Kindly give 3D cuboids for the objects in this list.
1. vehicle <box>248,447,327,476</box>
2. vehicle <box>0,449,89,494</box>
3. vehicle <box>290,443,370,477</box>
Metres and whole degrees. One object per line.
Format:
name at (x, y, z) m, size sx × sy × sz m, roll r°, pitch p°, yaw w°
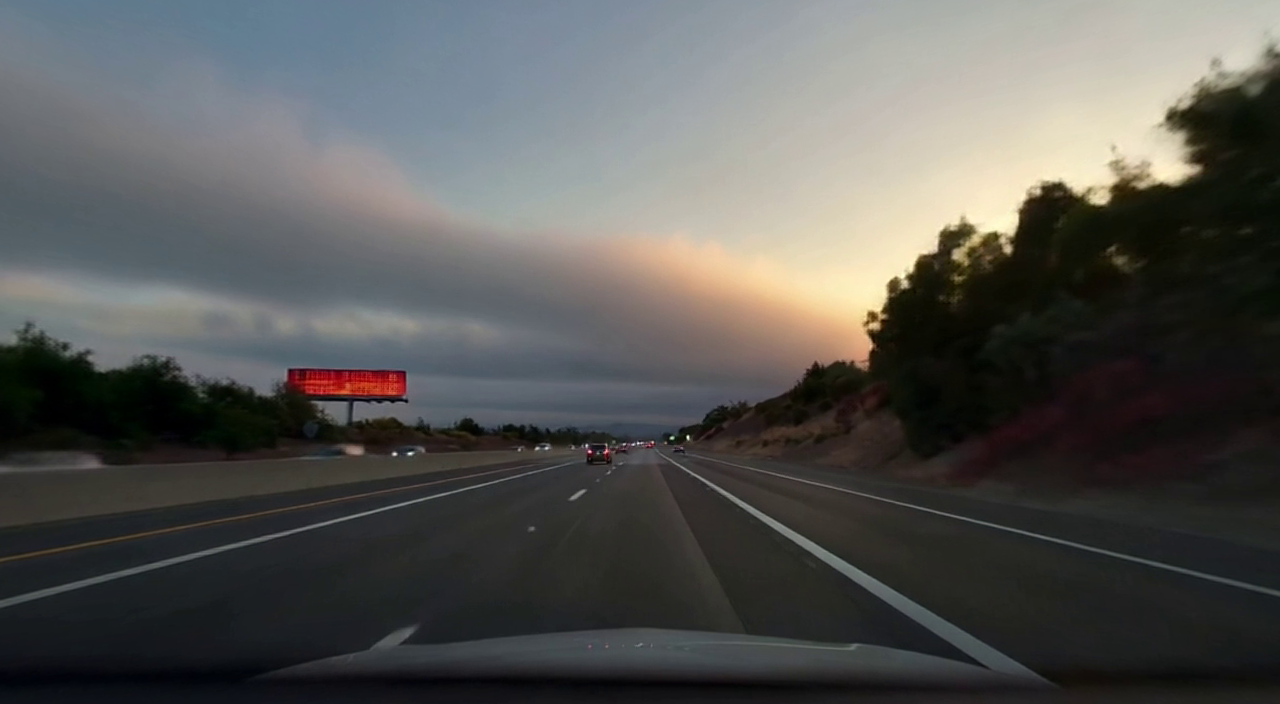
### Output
vehicle at (-20.161, 6.242, 36.279) m, size 1.909 × 1.494 × 4.424 m, roll 0°, pitch -8°, yaw 1°
vehicle at (-24.096, 4.556, 24.172) m, size 1.940 × 1.580 × 4.371 m, roll 0°, pitch -8°, yaw 0°
vehicle at (-16.134, 5.614, 33.106) m, size 1.957 × 1.667 × 4.360 m, roll 0°, pitch -8°, yaw 1°
